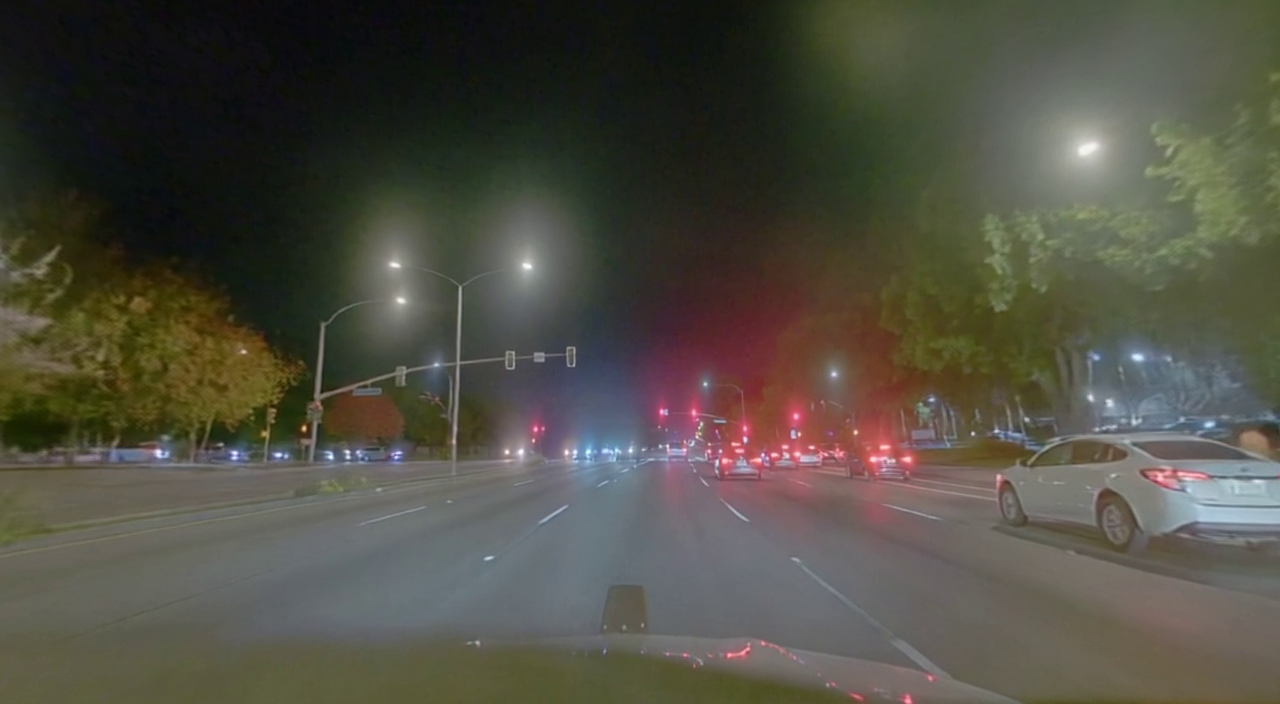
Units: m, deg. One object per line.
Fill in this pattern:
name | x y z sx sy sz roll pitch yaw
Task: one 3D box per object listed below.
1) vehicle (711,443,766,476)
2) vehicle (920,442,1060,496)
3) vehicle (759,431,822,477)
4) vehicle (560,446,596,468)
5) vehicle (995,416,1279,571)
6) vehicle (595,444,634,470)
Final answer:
vehicle | 5.030 5.564 32.952 2.292 1.563 4.734 -1 -8 3
vehicle | 11.138 3.724 20.507 1.963 1.513 4.600 0 -9 1
vehicle | 7.872 5.393 33.605 2.186 2.202 5.426 0 -9 2
vehicle | -4.609 7.903 47.512 2.004 1.529 4.319 -1 -9 5
vehicle | 7.402 1.815 9.025 2.051 1.620 4.702 -1 -8 3
vehicle | -1.551 6.602 39.784 1.958 1.542 4.175 -1 -9 5
